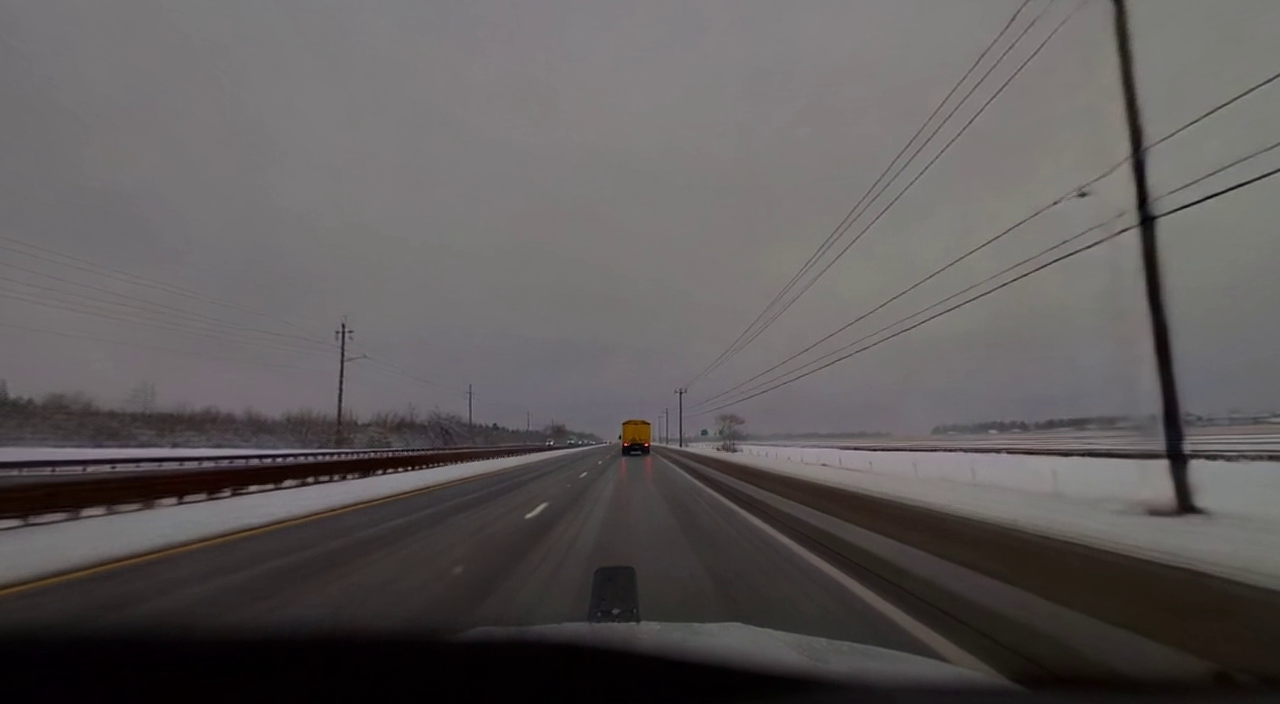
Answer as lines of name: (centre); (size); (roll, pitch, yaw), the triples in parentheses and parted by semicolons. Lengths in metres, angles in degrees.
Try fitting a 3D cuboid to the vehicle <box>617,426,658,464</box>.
vehicle: (-0.216, 5.544, 37.612); (2.240, 2.129, 4.480); (0, -8, -2)
